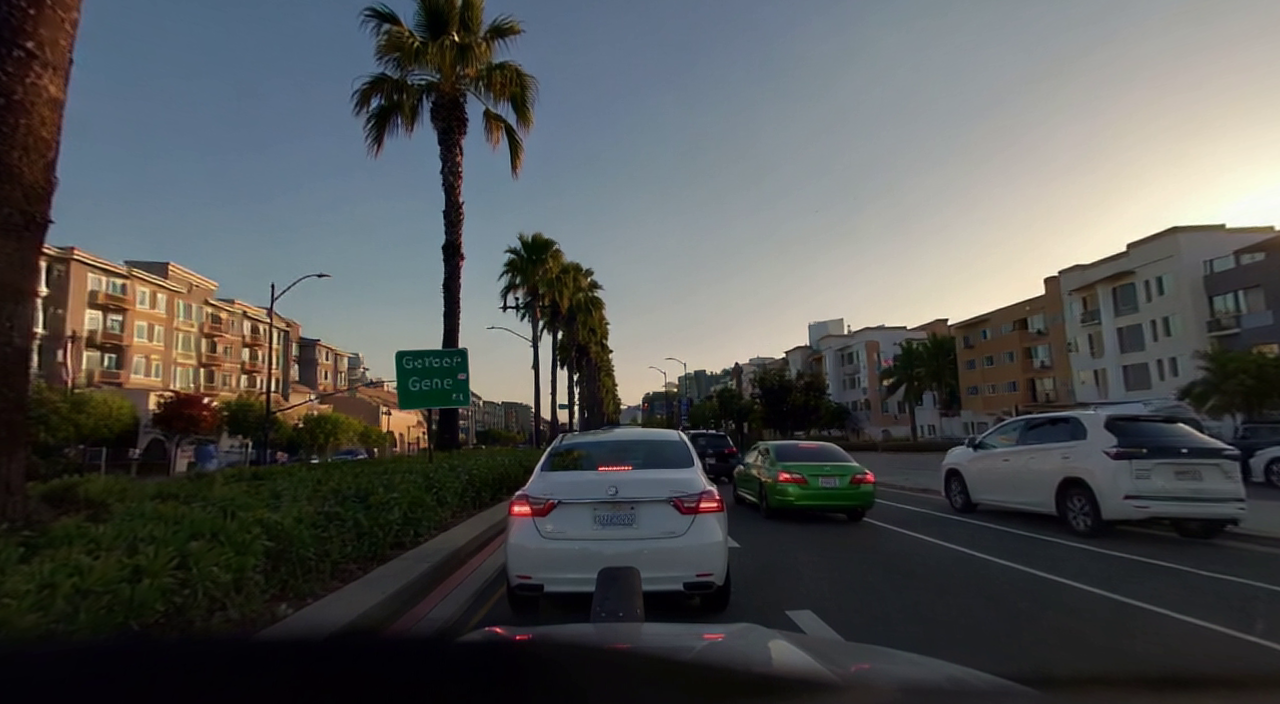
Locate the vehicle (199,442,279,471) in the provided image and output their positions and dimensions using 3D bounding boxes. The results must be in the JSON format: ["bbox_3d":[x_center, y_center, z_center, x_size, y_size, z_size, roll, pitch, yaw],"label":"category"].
[{"bbox_3d":[-28.344,7.376,44.893,2.115,1.884,5.481,0,-8,0],"label":"vehicle"}]

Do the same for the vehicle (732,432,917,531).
[{"bbox_3d":[3.081,2.263,11.671,1.925,1.451,4.436,0,-8,-2],"label":"vehicle"}]

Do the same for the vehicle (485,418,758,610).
[{"bbox_3d":[-0.159,1.581,7.035,2.158,1.498,3.919,0,-8,0],"label":"vehicle"}]

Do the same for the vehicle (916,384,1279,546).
[{"bbox_3d":[7.176,1.858,10.970,2.254,2.072,5.577,0,-8,1],"label":"vehicle"}]
